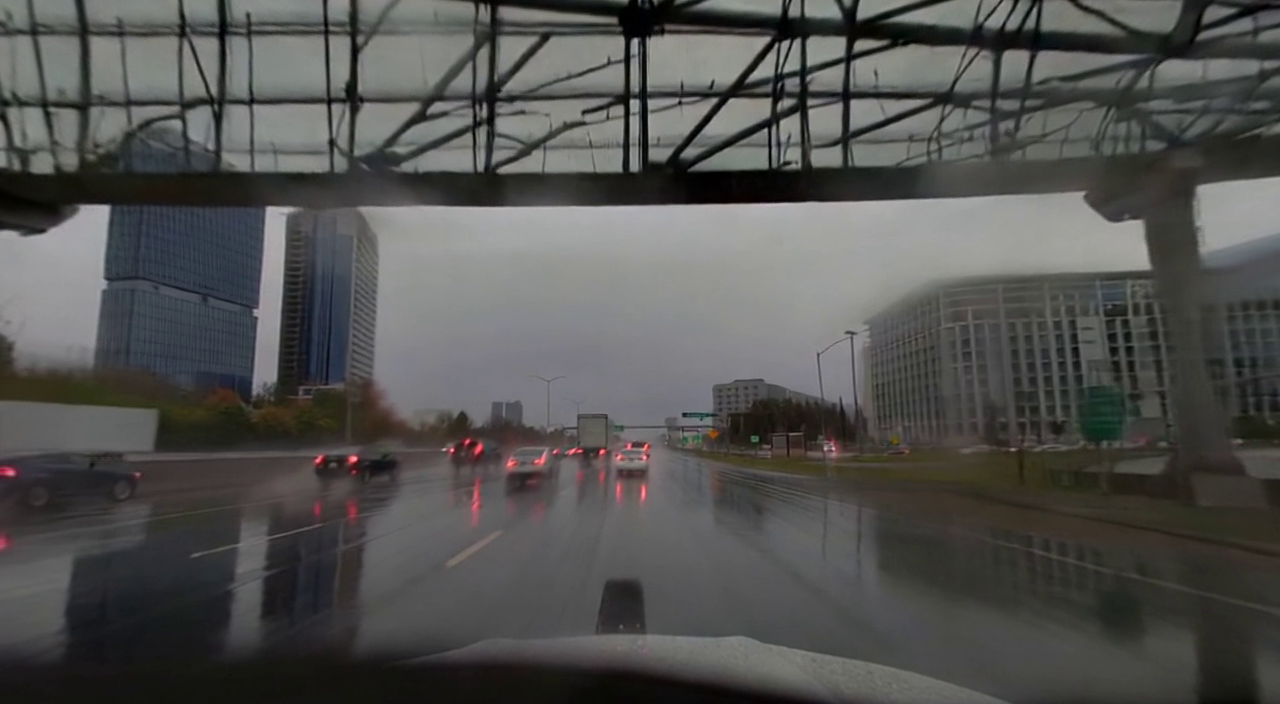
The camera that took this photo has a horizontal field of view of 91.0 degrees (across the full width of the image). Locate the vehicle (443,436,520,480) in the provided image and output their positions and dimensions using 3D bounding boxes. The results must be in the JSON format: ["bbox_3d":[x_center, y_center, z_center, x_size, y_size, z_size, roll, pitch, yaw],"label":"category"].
[{"bbox_3d":[-7.057,4.793,28.693,2.190,1.821,4.800,0,-9,1],"label":"vehicle"}]

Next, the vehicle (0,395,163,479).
[{"bbox_3d":[-30.131,4.357,31.833,2.988,3.703,11.460,0,-9,0],"label":"vehicle"}]

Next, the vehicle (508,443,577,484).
[{"bbox_3d":[-3.838,4.483,25.564,2.016,1.497,4.235,0,-9,1],"label":"vehicle"}]

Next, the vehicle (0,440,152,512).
[{"bbox_3d":[-14.392,2.845,14.823,1.948,1.483,4.814,0,-9,0],"label":"vehicle"}]

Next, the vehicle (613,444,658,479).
[{"bbox_3d":[-0.205,5.134,29.744,1.991,1.488,3.922,0,-9,0],"label":"vehicle"}]

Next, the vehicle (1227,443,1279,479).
[{"bbox_3d":[28.908,4.933,28.713,2.059,1.507,4.352,-5,-10,30],"label":"vehicle"}]

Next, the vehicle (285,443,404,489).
[{"bbox_3d":[-10.592,4.099,23.064,1.987,1.495,4.710,0,-9,1],"label":"vehicle"}]
